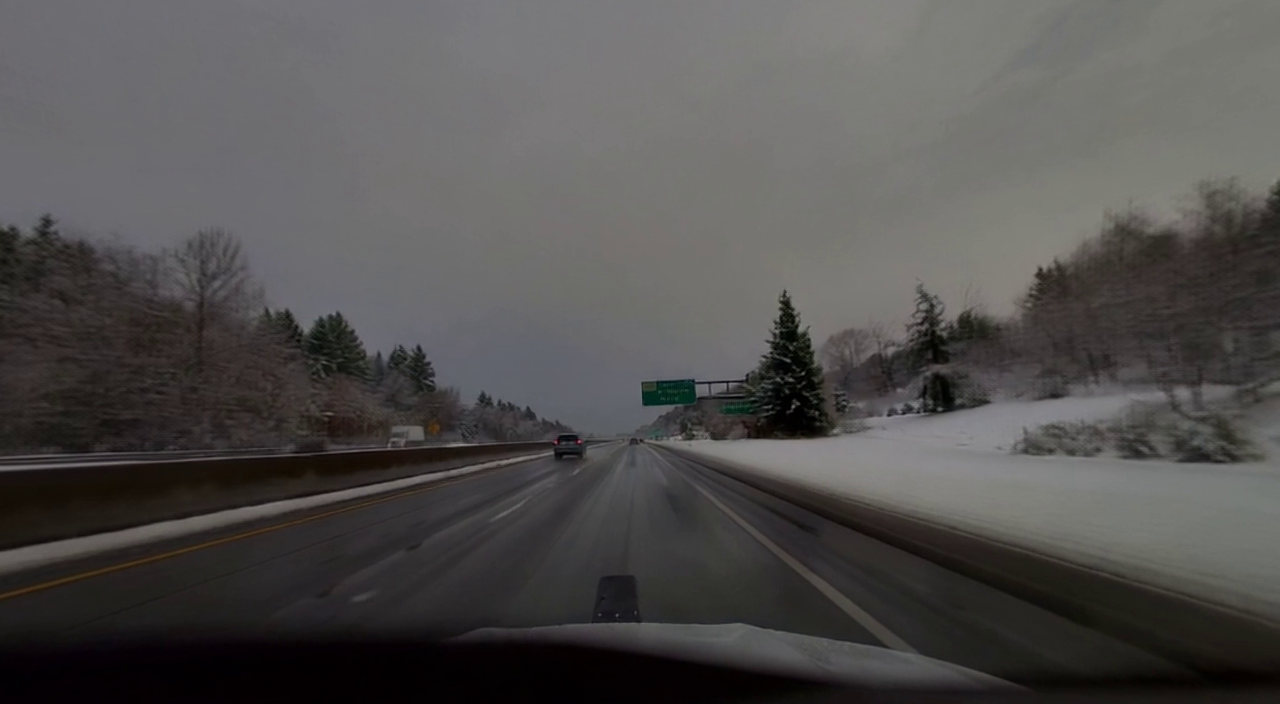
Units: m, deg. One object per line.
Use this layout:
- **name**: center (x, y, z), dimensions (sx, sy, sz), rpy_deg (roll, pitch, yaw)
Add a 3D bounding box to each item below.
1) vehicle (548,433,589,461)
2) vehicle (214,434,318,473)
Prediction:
- **vehicle**: center (-4.473, 5.999, 40.011), dimensions (2.129, 1.641, 4.263), rpy_deg (0, -8, 0)
- **vehicle**: center (-17.570, 4.751, 29.927), dimensions (2.045, 1.651, 4.760), rpy_deg (0, -8, 0)
